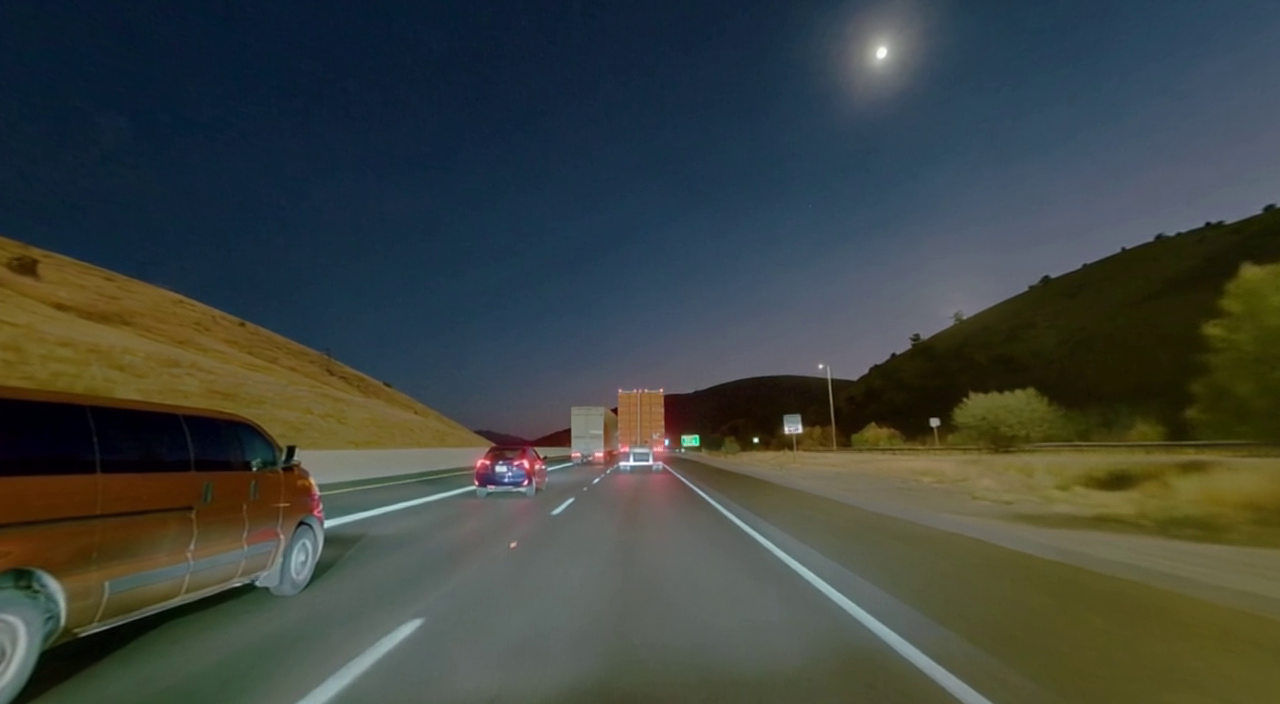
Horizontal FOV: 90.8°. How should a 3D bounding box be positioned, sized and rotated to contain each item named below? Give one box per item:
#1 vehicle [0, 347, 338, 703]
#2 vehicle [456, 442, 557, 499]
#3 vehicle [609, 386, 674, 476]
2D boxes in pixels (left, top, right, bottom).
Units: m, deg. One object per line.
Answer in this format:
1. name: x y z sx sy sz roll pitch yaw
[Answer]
1. vehicle: -4.134 0.993 3.828 2.136 1.779 4.875 0 -8 0
2. vehicle: -3.712 3.355 18.400 1.950 1.446 4.224 0 -8 1
3. vehicle: 0.233 4.315 33.712 2.913 3.988 10.874 0 -8 2
